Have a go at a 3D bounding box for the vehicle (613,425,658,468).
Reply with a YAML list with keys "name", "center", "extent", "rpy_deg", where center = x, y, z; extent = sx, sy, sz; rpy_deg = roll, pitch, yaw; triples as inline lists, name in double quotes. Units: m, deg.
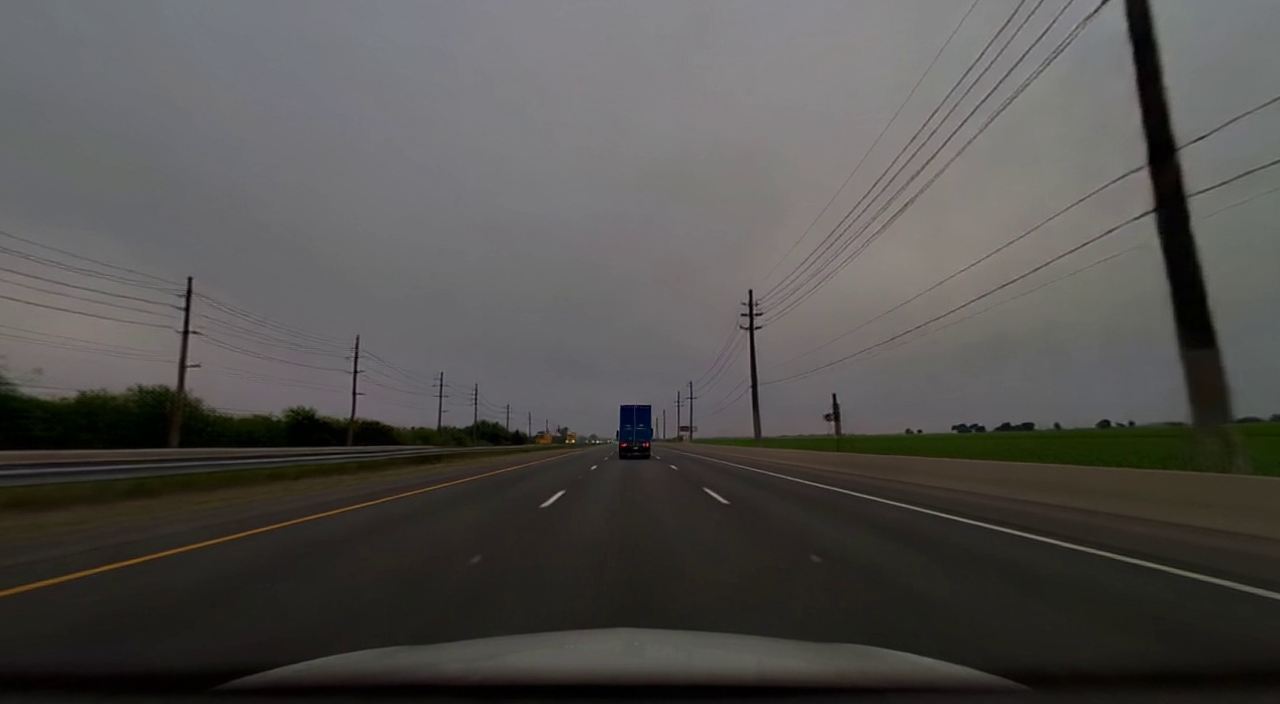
- name: "vehicle"
  center: [-0.299, 5.053, 33.942]
  extent: [2.240, 2.129, 4.480]
  rpy_deg: [0, -8, -2]
